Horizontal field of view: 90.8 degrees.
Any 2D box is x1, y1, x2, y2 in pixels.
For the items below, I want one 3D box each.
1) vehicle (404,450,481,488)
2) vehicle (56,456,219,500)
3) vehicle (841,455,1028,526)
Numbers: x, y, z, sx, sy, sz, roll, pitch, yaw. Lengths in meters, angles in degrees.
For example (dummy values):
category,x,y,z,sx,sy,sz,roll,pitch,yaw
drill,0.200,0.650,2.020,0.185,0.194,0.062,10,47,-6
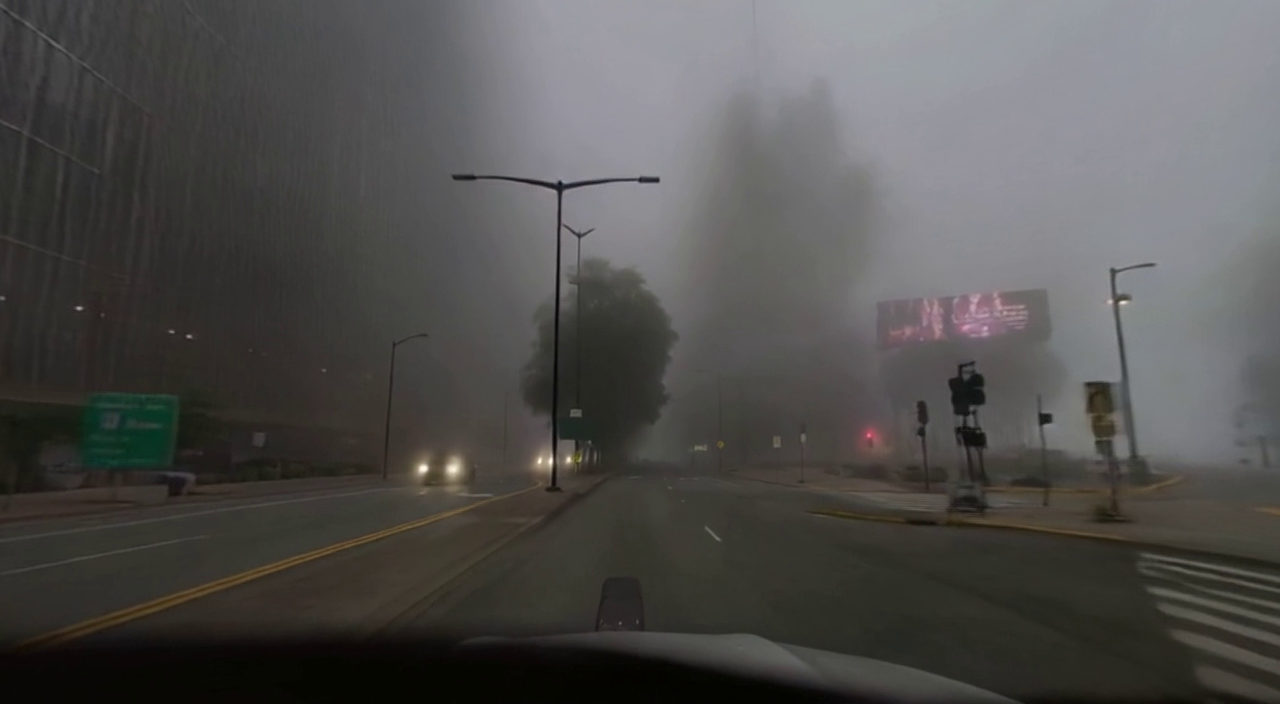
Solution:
category,x,y,z,sx,sy,sz,roll,pitch,yaw
vehicle,-8.624,5.135,28.023,1.905,1.533,4.419,0,-9,1
vehicle,-18.244,4.558,23.282,2.448,1.407,4.308,0,-9,0
vehicle,6.912,3.282,15.533,2.675,1.452,4.213,0,-9,2
